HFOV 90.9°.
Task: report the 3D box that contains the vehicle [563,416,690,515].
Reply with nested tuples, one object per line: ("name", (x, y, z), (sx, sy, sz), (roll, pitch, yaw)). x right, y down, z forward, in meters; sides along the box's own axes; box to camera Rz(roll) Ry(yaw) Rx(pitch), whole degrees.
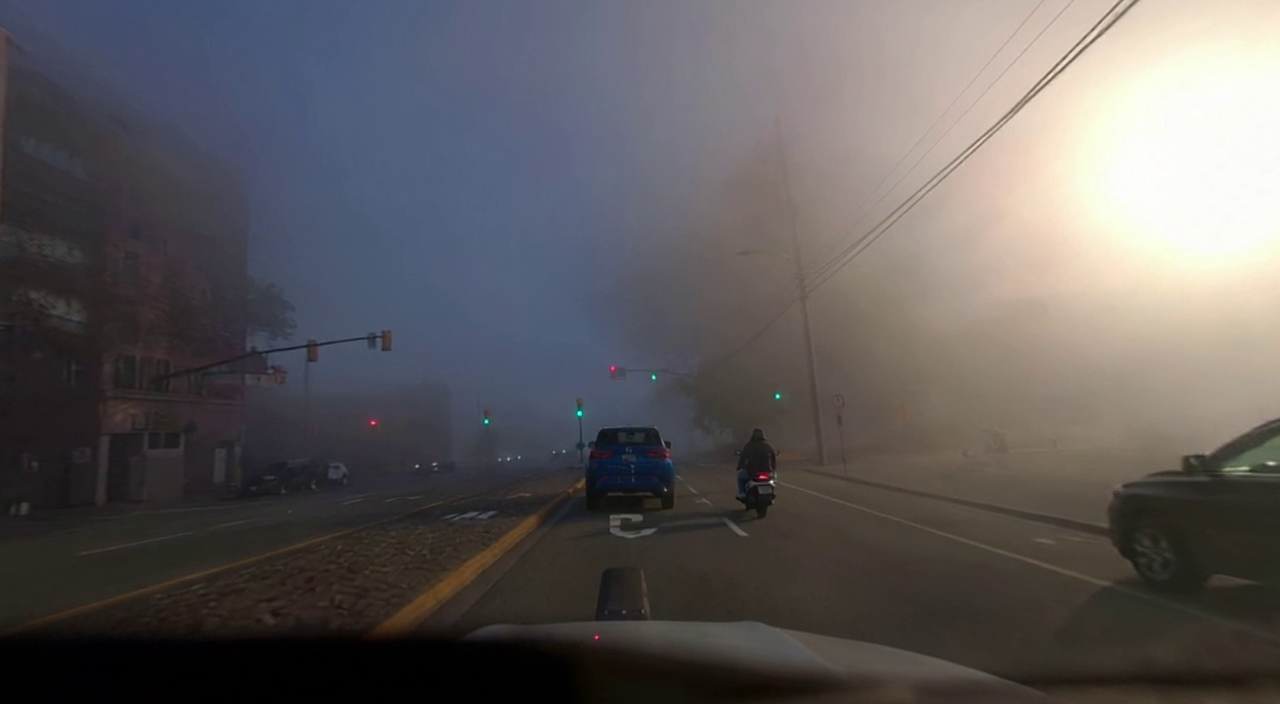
("vehicle", (-0.233, 2.356, 13.426), (2.265, 1.748, 4.130), (0, -9, 0))

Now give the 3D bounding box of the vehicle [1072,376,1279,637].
("vehicle", (5.245, 0.958, 3.756), (2.030, 1.709, 4.687), (0, -9, 1))

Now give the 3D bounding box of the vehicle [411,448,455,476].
("vehicle", (-14.518, 7.720, 44.567), (1.871, 1.786, 4.386), (0, -9, -4))

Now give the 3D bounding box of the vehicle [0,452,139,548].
("vehicle", (-13.551, 2.994, 12.919), (2.142, 1.826, 5.471), (0, -9, -1))

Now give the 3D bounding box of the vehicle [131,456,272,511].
("vehicle", (-17.878, 5.344, 26.133), (2.134, 1.915, 5.317), (0, -9, -2))

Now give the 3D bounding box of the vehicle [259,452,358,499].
("vehicle", (-14.000, 5.202, 26.998), (1.926, 1.732, 4.635), (0, -9, -3))

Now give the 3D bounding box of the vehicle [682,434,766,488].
("vehicle", (2.545, 3.468, 20.340), (2.101, 1.507, 4.355), (0, -9, 0))
